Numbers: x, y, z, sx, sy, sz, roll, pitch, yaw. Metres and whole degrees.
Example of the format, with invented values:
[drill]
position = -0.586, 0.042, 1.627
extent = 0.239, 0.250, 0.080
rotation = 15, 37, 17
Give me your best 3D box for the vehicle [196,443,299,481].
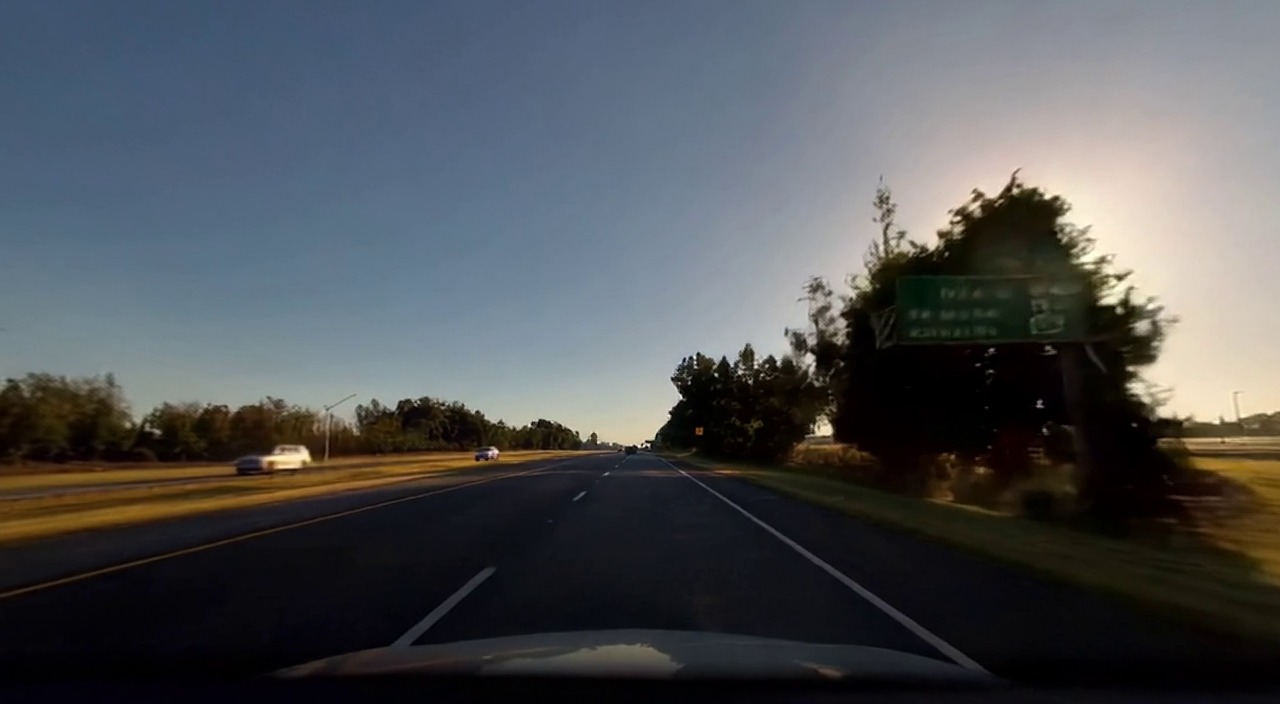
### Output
[vehicle]
position = -19.241, 5.406, 31.185
extent = 1.988, 1.732, 4.634
rotation = 0, -9, 2
